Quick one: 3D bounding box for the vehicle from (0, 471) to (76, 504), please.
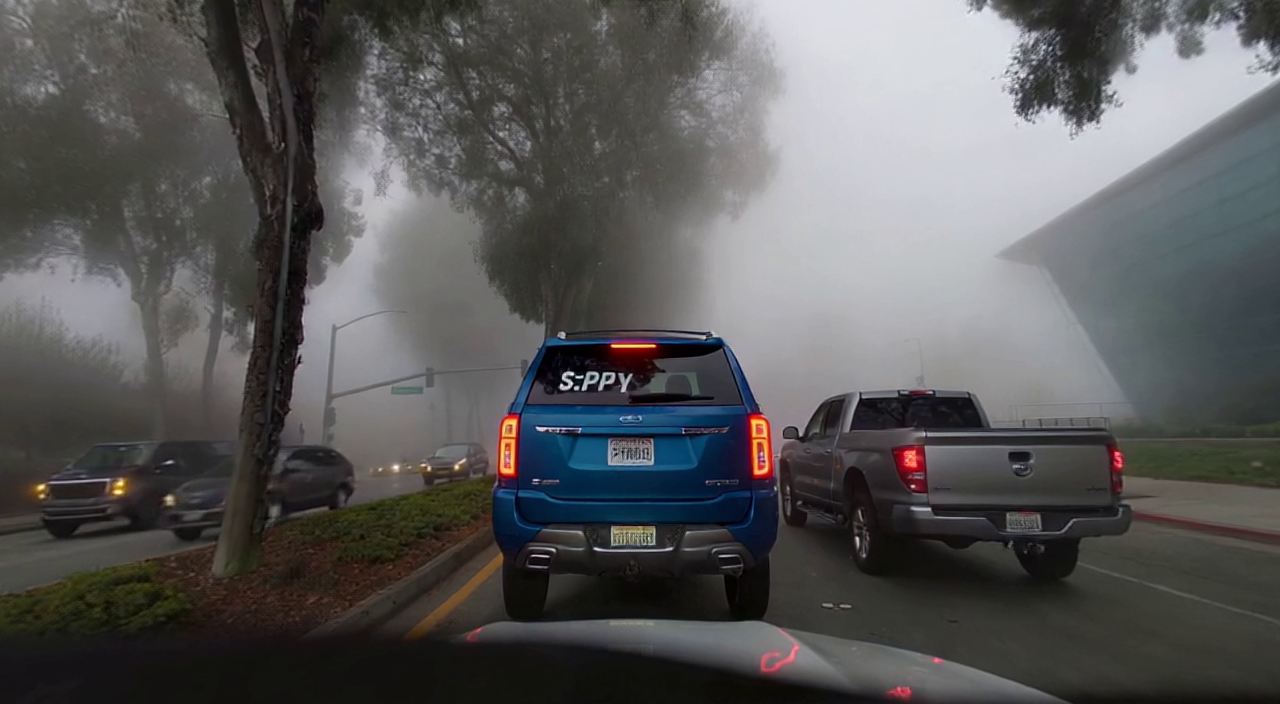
[{"bbox_3d":[-37.606,8.253,38.233,1.782,1.637,4.728,-8,-9,19],"label":"vehicle"}]

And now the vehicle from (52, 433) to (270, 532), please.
[{"bbox_3d":[-16.069,4.342,21.896,2.741,2.730,6.221,-4,-8,0],"label":"vehicle"}]

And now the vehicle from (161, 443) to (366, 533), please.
[{"bbox_3d":[-9.011,3.225,15.772,2.128,1.868,4.863,0,-8,0],"label":"vehicle"}]

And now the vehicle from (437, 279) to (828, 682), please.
[{"bbox_3d":[0.013,1.042,5.979,2.267,2.372,4.366,0,-8,2],"label":"vehicle"}]

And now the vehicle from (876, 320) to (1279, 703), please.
[{"bbox_3d":[3.075,0.987,3.466,2.022,1.700,4.410,0,-8,3],"label":"vehicle"}]
